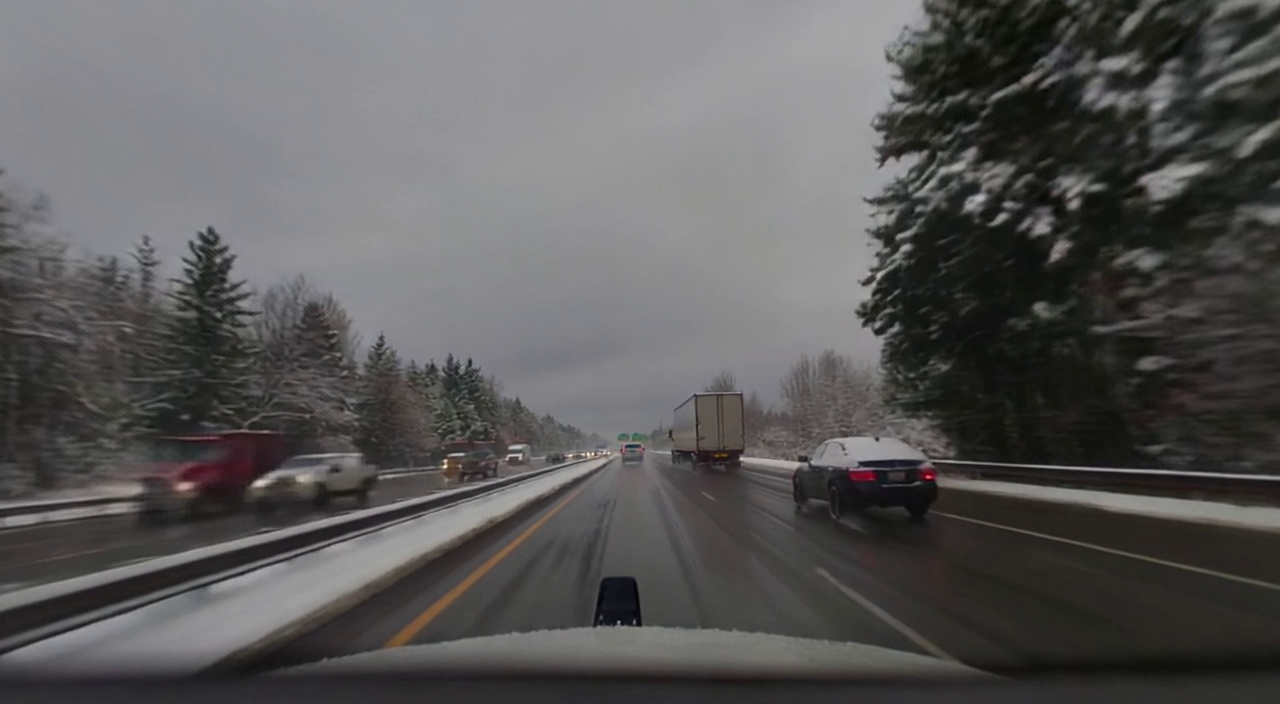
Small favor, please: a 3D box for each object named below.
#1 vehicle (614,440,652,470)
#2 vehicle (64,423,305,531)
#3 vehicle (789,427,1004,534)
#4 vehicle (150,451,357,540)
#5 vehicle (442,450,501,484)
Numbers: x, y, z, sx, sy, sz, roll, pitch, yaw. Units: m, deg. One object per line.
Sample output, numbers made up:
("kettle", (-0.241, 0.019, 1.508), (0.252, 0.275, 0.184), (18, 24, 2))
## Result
("vehicle", (-0.431, 6.352, 38.778), (2.168, 1.705, 4.272), (-1, -9, 0))
("vehicle", (-13.651, 3.763, 19.729), (2.380, 2.710, 6.976), (-1, -9, -1))
("vehicle", (4.232, 2.193, 11.255), (1.997, 1.504, 4.236), (-1, -9, -1))
("vehicle", (-8.305, 3.056, 14.067), (1.943, 1.634, 4.240), (-1, -9, 0))
("vehicle", (-8.810, 6.045, 33.173), (1.971, 1.628, 4.243), (-1, -9, 0))
